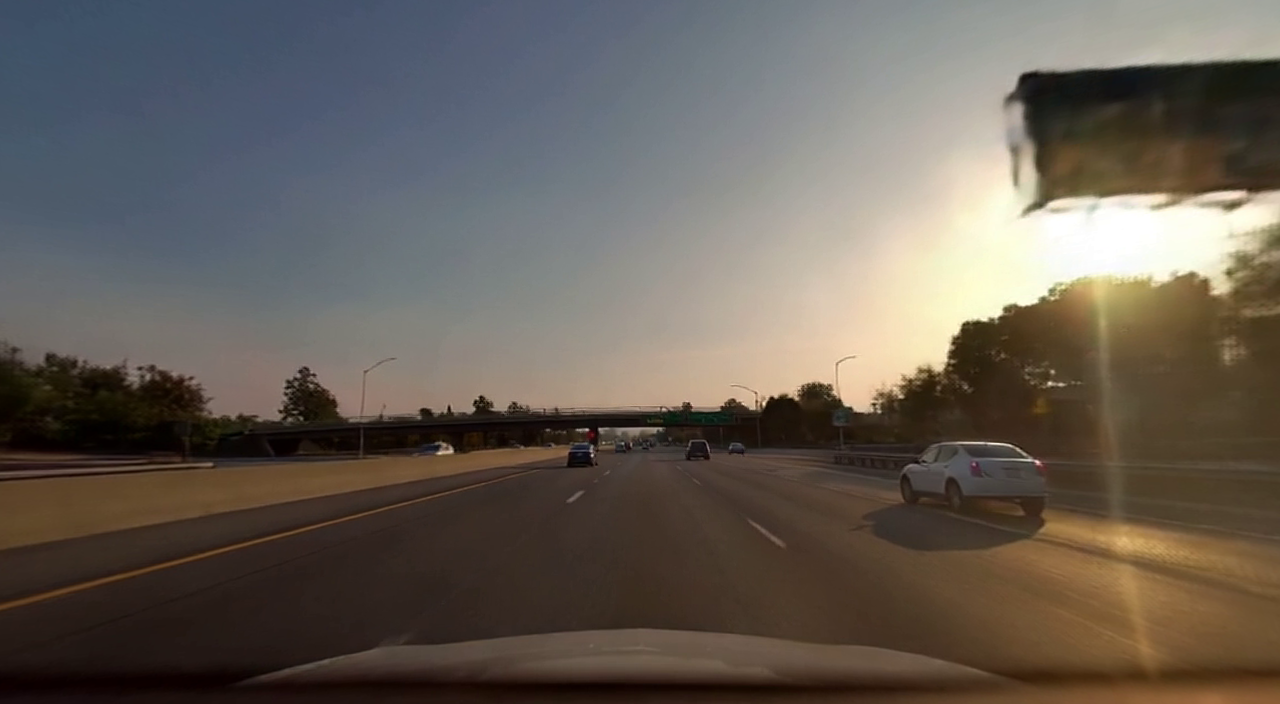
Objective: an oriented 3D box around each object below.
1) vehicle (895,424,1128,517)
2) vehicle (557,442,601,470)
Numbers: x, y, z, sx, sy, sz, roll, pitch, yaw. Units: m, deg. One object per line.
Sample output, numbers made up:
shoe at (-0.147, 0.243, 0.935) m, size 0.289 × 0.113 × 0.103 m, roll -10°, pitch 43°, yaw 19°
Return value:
vehicle at (7.525, 2.439, 13.496) m, size 2.032 × 1.601 × 4.863 m, roll 0°, pitch -8°, yaw 0°
vehicle at (-3.530, 6.150, 37.218) m, size 2.055 × 1.533 × 4.604 m, roll -1°, pitch -8°, yaw 1°
